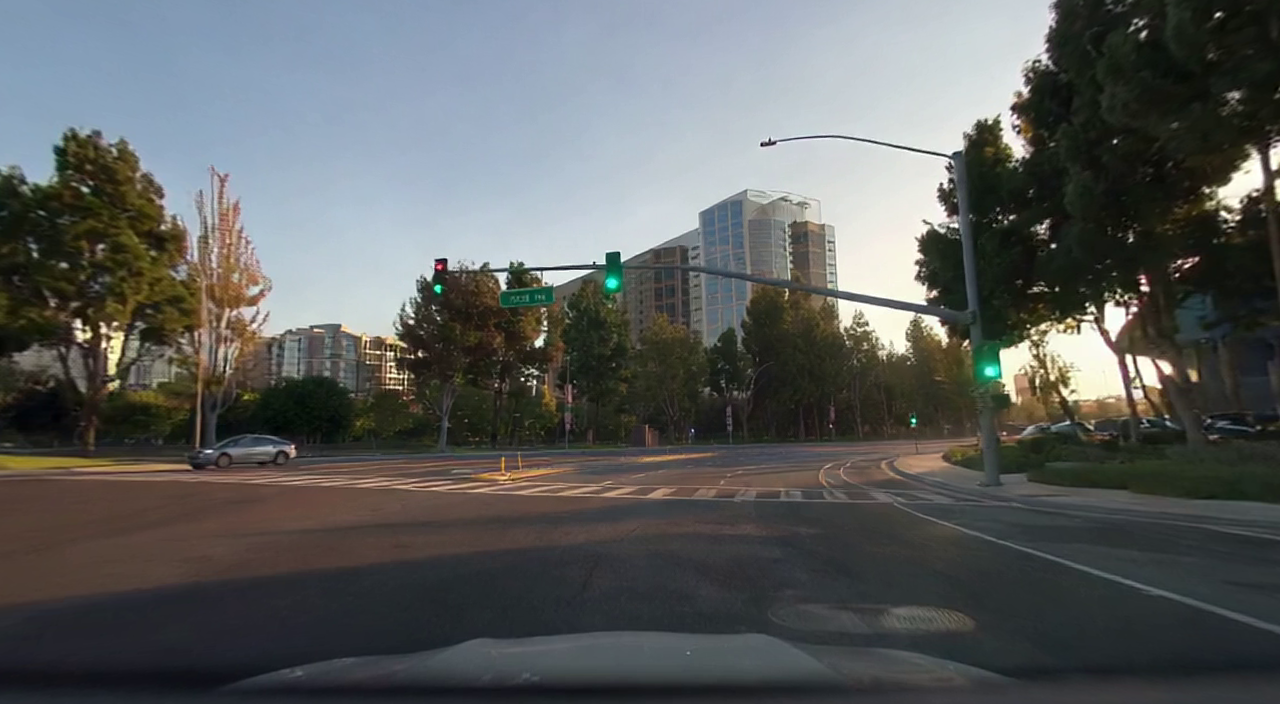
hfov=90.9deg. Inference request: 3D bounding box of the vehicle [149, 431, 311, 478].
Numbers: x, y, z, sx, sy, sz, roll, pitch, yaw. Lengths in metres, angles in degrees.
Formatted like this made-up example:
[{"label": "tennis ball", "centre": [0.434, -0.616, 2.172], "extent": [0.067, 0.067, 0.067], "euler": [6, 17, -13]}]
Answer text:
[{"label": "vehicle", "centre": [-14.287, 3.607, 22.380], "extent": [1.853, 1.487, 4.691], "euler": [-2, -9, 14]}]
